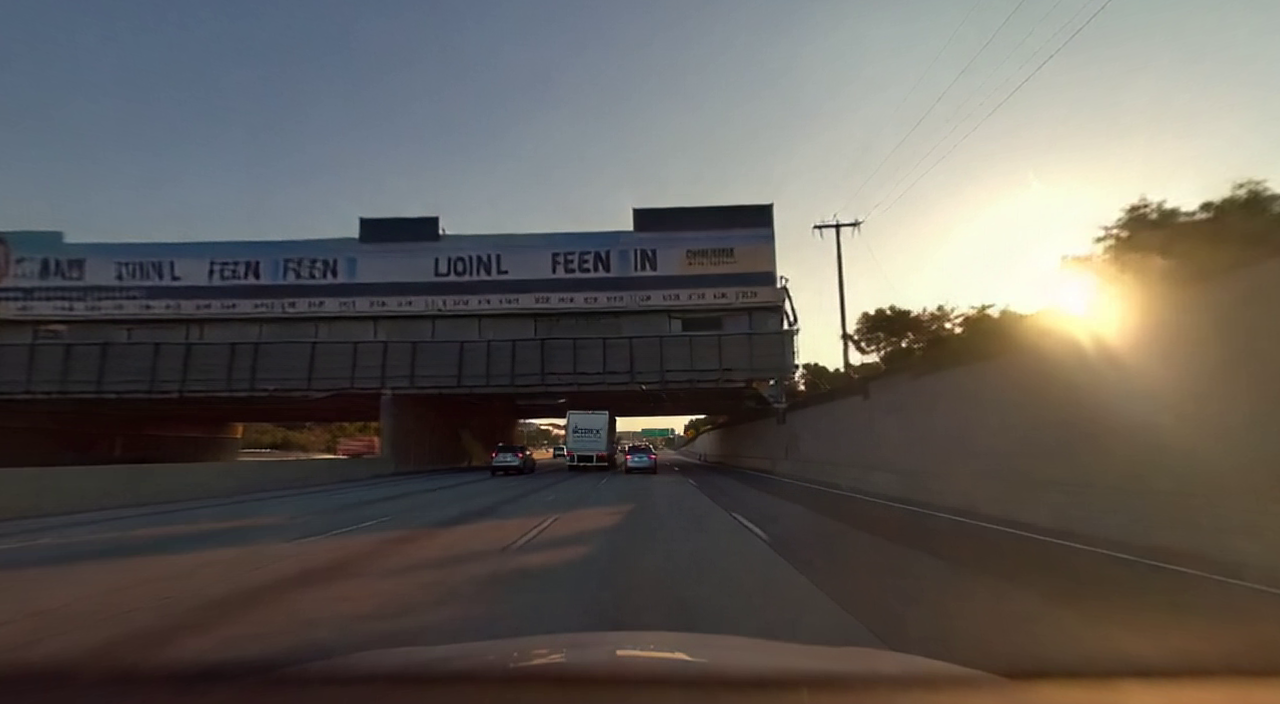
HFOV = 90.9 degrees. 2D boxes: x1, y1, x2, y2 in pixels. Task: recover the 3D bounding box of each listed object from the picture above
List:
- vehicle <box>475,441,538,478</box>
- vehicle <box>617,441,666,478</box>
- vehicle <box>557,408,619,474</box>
[{"bbox_3d":[-6.606,5.361,31.722,2.124,1.674,4.541,0,-9,0],"label":"vehicle"},{"bbox_3d":[0.053,4.985,29.358,2.168,1.597,3.615,0,-9,0],"label":"vehicle"},{"bbox_3d":[-2.903,5.380,37.897,2.794,3.460,8.595,0,-9,1],"label":"vehicle"}]
